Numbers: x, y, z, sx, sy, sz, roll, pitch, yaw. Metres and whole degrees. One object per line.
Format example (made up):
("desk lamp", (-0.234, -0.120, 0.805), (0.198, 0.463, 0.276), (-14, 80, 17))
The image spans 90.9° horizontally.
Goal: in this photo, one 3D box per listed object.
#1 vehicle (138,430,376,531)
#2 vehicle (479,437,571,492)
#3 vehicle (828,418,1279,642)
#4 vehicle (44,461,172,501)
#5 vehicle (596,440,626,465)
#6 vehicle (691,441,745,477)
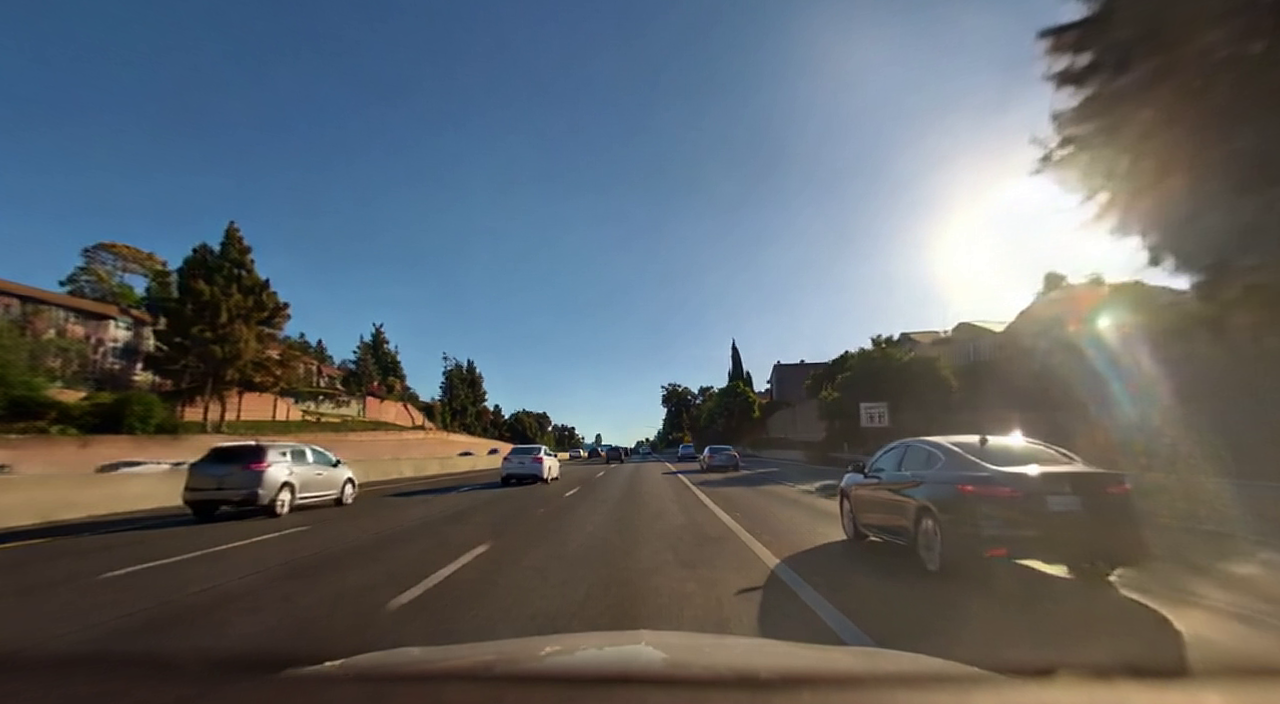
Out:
("vehicle", (-7.348, 2.475, 12.789), (2.057, 1.681, 4.277), (0, -8, 1))
("vehicle", (-3.609, 3.612, 20.636), (2.136, 1.571, 4.285), (0, -8, 1))
("vehicle", (3.556, 1.525, 6.506), (1.912, 1.509, 4.291), (0, -8, 0))
("vehicle", (-23.245, 5.620, 27.824), (1.789, 1.458, 4.362), (0, -8, 1))
("vehicle", (-2.142, 7.614, 47.919), (2.183, 1.764, 4.134), (0, -8, -1))
("vehicle", (3.320, 4.641, 27.576), (1.854, 1.438, 3.954), (0, -8, 0))
